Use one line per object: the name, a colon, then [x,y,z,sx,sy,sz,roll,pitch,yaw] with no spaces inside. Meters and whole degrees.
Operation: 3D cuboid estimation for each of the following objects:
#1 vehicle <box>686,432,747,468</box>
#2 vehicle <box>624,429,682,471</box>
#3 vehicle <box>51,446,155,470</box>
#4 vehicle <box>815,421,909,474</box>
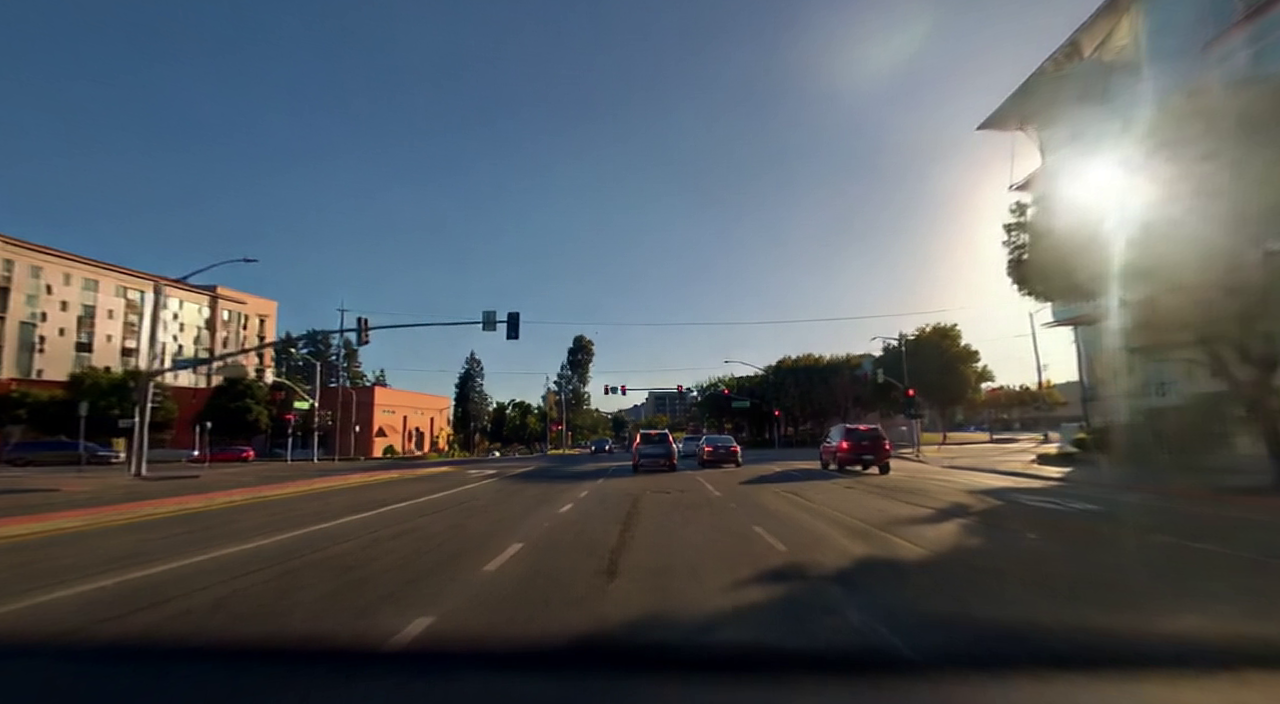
vehicle: [3.240,4.282,27.560,1.994,1.436,4.169,0,-8,-2]
vehicle: [0.472,3.903,25.315,2.099,1.516,4.681,0,-8,0]
vehicle: [-33.198,6.571,39.084,4.448,1.422,1.890,2,-9,-12]
vehicle: [8.721,3.782,25.263,2.132,1.892,4.851,-1,-8,2]
